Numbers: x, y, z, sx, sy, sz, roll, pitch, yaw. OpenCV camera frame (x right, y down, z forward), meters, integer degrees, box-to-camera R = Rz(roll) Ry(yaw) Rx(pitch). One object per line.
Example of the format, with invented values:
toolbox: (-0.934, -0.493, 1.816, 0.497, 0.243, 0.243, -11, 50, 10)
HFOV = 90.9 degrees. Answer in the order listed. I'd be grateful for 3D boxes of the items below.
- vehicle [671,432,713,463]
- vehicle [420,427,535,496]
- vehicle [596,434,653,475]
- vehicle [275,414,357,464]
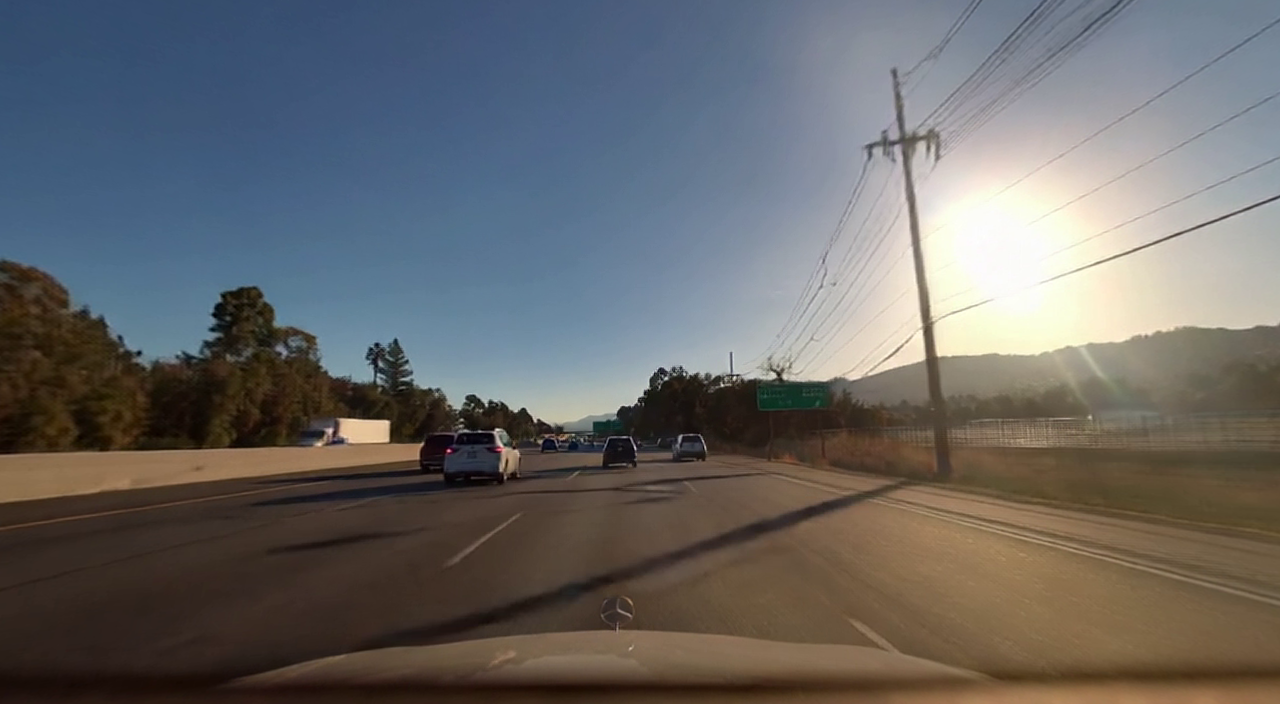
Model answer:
vehicle: (2.994, 5.577, 37.209, 1.950, 1.695, 4.446, 0, -8, -3)
vehicle: (-4.187, 2.873, 17.081, 1.901, 1.601, 4.610, 0, -8, 0)
vehicle: (-0.599, 3.986, 24.779, 2.086, 1.488, 3.440, 0, -8, -1)
vehicle: (-23.911, 6.462, 46.841, 2.932, 3.425, 5.893, 0, -8, -1)
